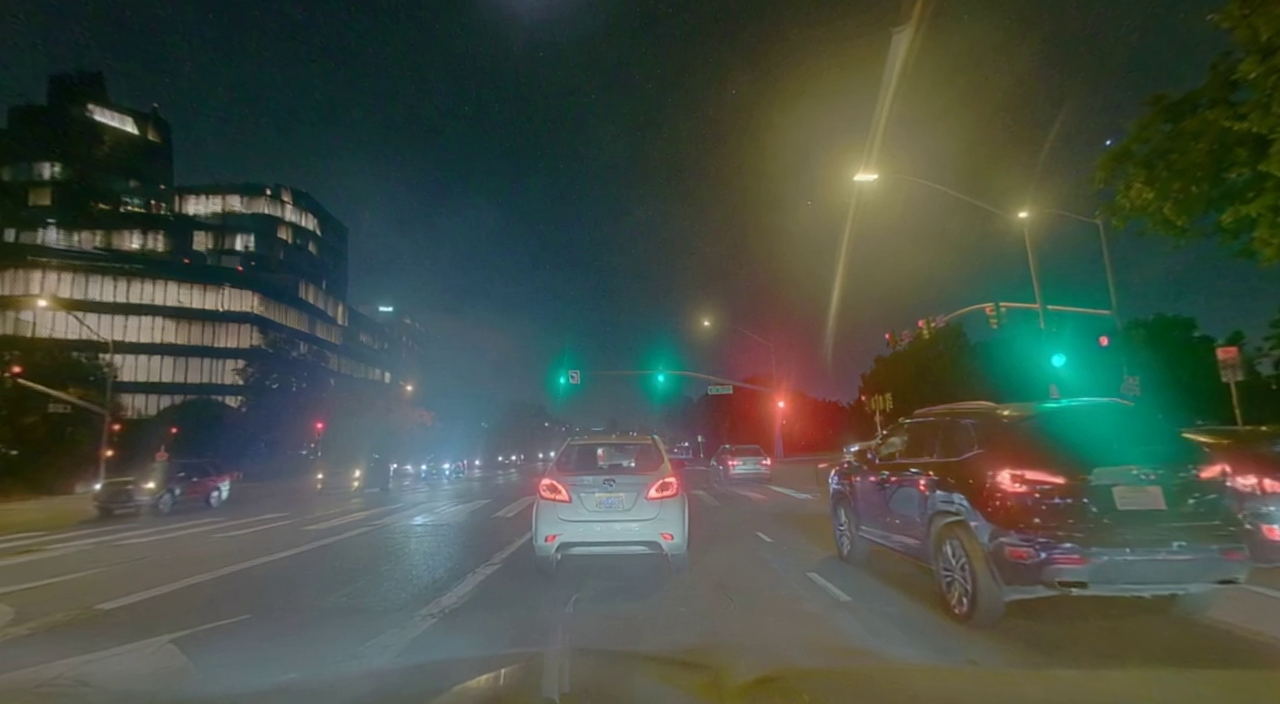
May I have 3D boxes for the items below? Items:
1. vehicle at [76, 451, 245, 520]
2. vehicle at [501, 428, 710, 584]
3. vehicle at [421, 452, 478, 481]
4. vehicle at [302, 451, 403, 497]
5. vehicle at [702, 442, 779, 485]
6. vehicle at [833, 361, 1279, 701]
[{"bbox_3d":[-15.000,4.128,20.147,1.974,1.894,4.244,0,-8,1],"label":"vehicle"},{"bbox_3d":[-0.337,1.795,8.195,2.034,1.500,3.966,0,-8,0],"label":"vehicle"},{"bbox_3d":[-11.361,6.851,37.959,1.992,1.562,4.361,0,-8,1],"label":"vehicle"},{"bbox_3d":[-11.503,4.873,25.634,1.903,1.627,4.308,-1,-8,2],"label":"vehicle"},{"bbox_3d":[3.658,4.159,23.876,2.123,1.455,4.318,0,-8,-1],"label":"vehicle"},{"bbox_3d":[3.540,1.261,5.661,2.107,1.773,4.557,0,-8,-1],"label":"vehicle"}]
